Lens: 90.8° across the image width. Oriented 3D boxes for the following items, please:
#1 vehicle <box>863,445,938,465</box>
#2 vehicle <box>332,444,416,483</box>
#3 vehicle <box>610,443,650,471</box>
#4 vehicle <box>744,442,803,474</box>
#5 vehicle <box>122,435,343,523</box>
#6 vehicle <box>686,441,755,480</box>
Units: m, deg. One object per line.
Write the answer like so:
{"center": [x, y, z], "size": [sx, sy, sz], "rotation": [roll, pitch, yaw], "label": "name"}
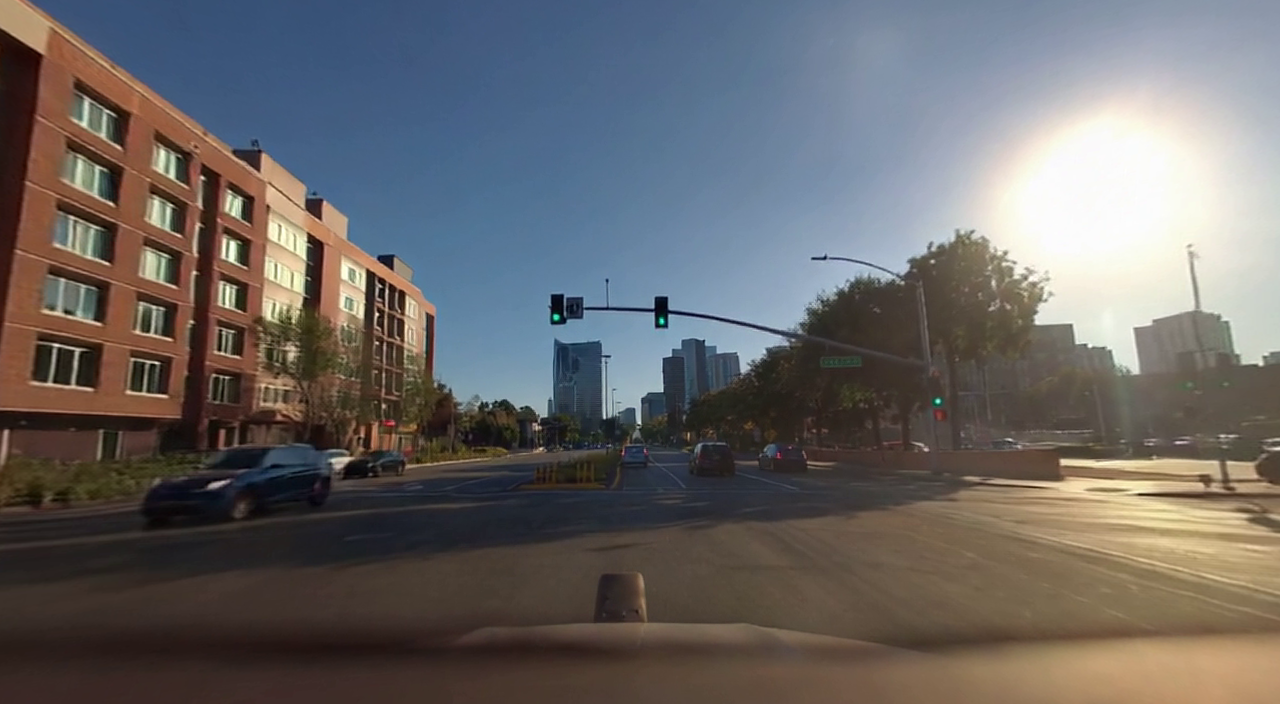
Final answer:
{"center": [19.449, 7.709, 47.299], "size": [4.712, 1.460, 1.893], "rotation": [0, -9, -3], "label": "vehicle"}
{"center": [-12.357, 5.177, 29.705], "size": [2.004, 1.669, 4.487], "rotation": [0, -8, 0], "label": "vehicle"}
{"center": [-0.549, 5.901, 35.825], "size": [2.143, 1.480, 4.006], "rotation": [0, -8, -1], "label": "vehicle"}
{"center": [6.643, 5.329, 31.977], "size": [1.861, 1.473, 4.393], "rotation": [0, -8, -2], "label": "vehicle"}
{"center": [-8.997, 2.807, 14.582], "size": [2.160, 1.689, 4.451], "rotation": [0, -8, -1], "label": "vehicle"}
{"center": [3.306, 4.556, 26.925], "size": [2.226, 1.490, 4.593], "rotation": [0, -8, -2], "label": "vehicle"}
